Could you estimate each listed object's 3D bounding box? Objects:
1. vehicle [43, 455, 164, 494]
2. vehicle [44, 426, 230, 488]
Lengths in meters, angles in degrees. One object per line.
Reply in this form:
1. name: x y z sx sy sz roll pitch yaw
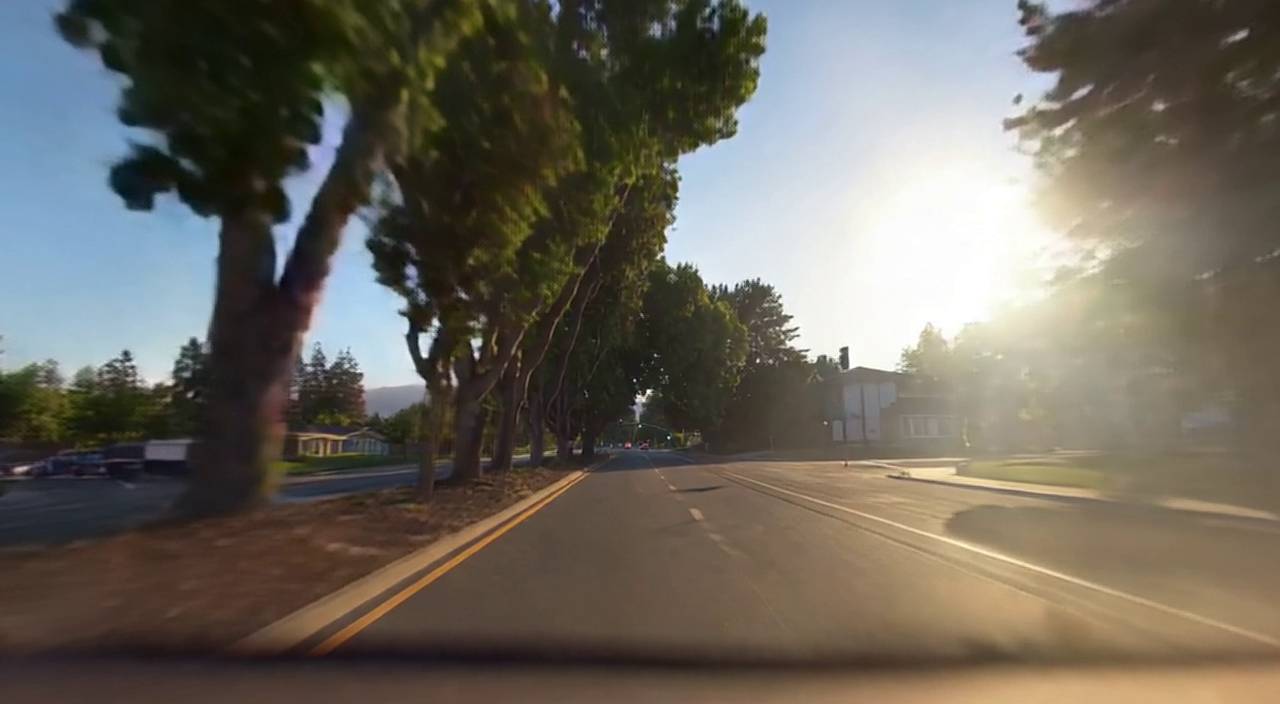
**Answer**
1. vehicle: -26.131 5.946 30.911 1.862 1.336 4.115 -14 -11 31
2. vehicle: -28.922 6.062 36.556 8.492 3.055 3.116 -4 -9 6
